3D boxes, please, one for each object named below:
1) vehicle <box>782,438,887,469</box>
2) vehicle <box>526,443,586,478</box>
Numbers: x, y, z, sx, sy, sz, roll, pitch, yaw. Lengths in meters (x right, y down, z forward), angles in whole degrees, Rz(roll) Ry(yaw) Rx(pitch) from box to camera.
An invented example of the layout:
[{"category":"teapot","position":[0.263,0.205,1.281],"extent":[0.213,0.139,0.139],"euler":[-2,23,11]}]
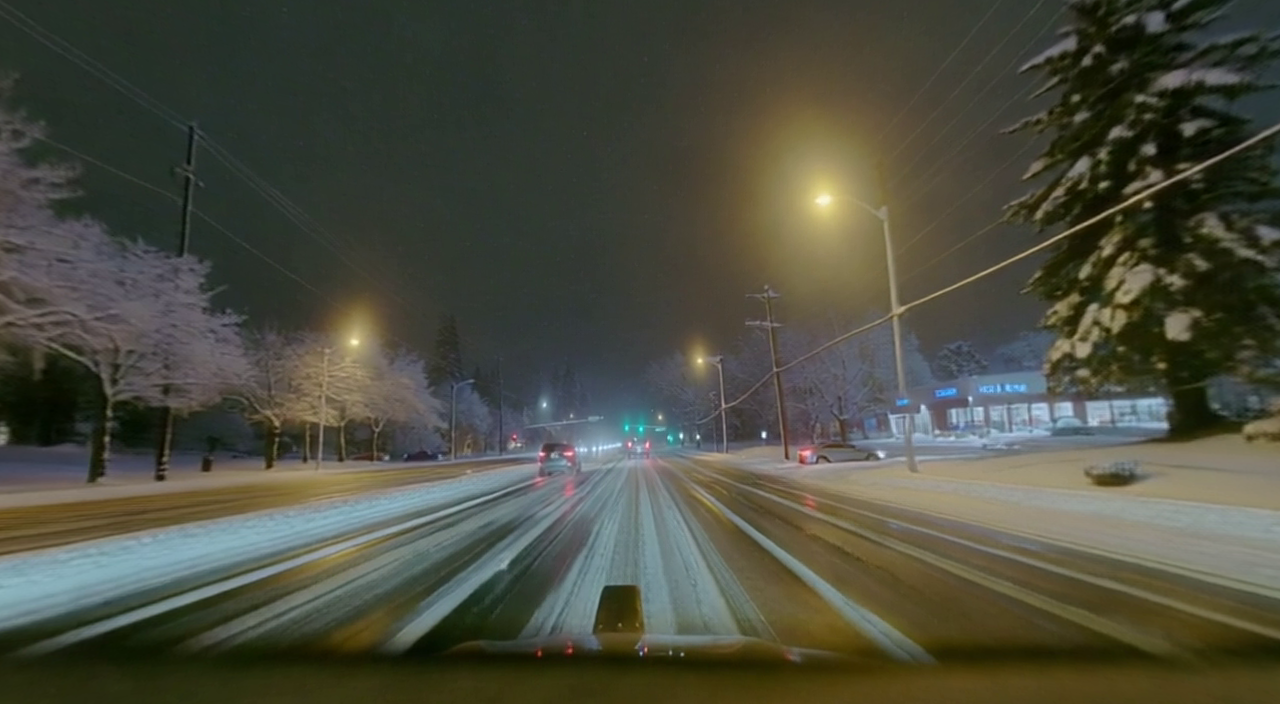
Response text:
[{"category":"vehicle","position":[10.357,5.427,33.715],"extent":[4.885,1.576,2.024],"euler":[1,-9,-6]},{"category":"vehicle","position":[-3.642,4.801,28.180],"extent":[2.076,1.444,4.328],"euler":[0,-9,0]}]
